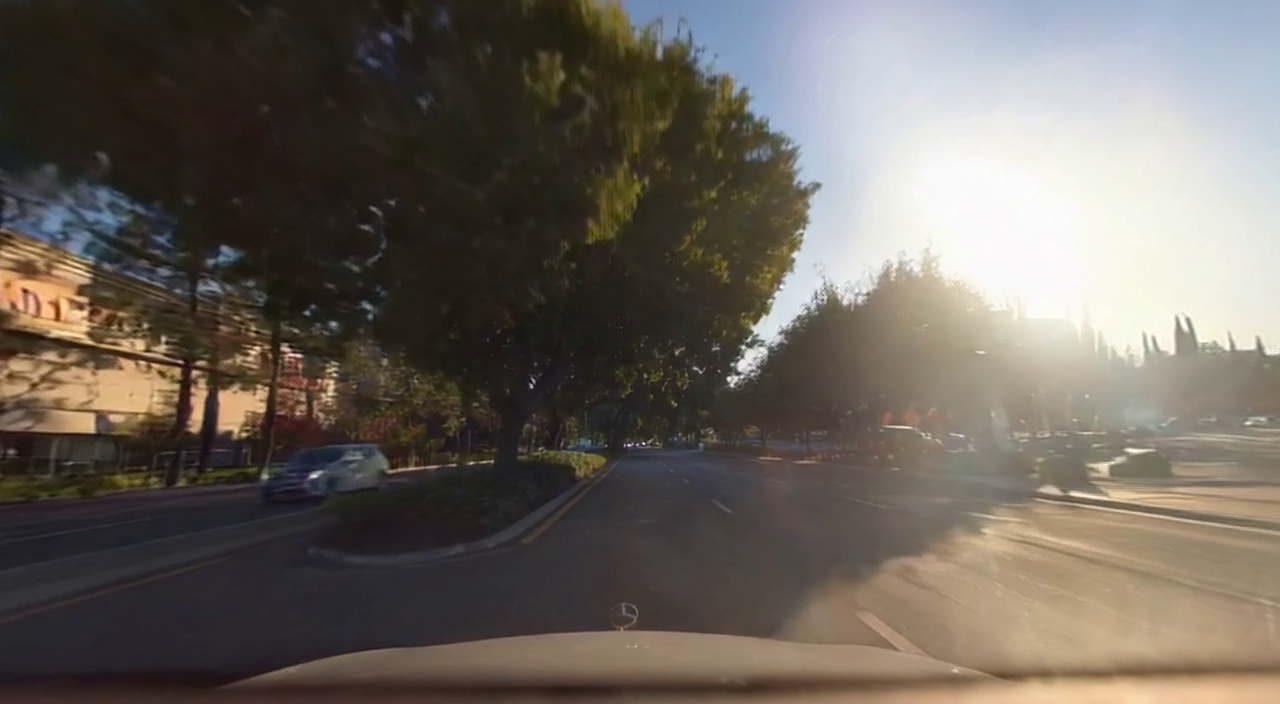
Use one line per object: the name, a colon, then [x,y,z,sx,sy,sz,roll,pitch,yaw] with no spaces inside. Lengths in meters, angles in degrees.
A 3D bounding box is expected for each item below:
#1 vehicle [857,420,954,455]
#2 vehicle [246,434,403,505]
vehicle: [19.783,6.389,47.093,6.174,2.496,2.349,0,-9,-2]
vehicle: [-8.530,3.204,17.579,2.046,1.700,4.439,0,-9,0]
